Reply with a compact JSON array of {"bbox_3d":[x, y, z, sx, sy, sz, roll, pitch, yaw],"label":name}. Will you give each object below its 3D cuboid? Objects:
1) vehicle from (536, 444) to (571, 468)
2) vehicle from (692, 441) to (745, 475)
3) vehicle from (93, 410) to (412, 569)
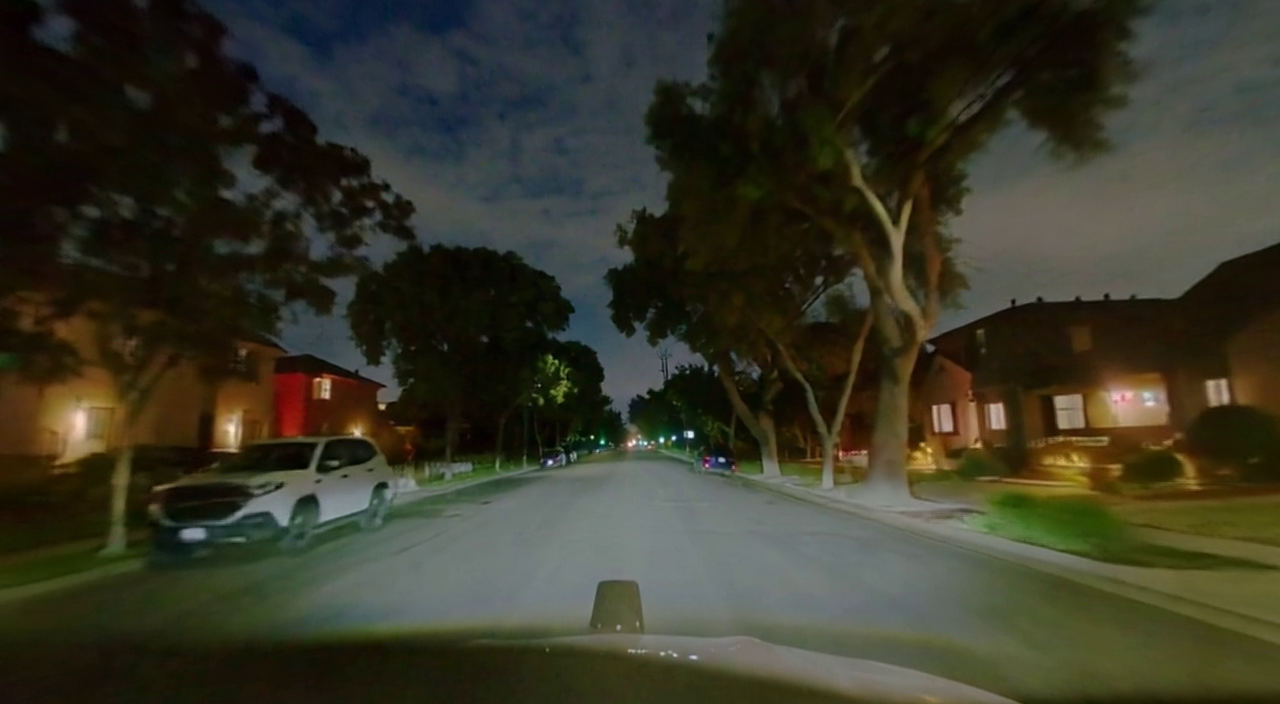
[{"bbox_3d":[-6.346,7.687,46.746,1.944,1.621,4.187,-1,-9,1],"label":"vehicle"},{"bbox_3d":[3.844,5.275,31.728,1.996,1.585,4.371,0,-8,-1],"label":"vehicle"},{"bbox_3d":[-5.796,2.096,10.556,2.341,1.942,5.044,-1,-8,-3],"label":"vehicle"}]
